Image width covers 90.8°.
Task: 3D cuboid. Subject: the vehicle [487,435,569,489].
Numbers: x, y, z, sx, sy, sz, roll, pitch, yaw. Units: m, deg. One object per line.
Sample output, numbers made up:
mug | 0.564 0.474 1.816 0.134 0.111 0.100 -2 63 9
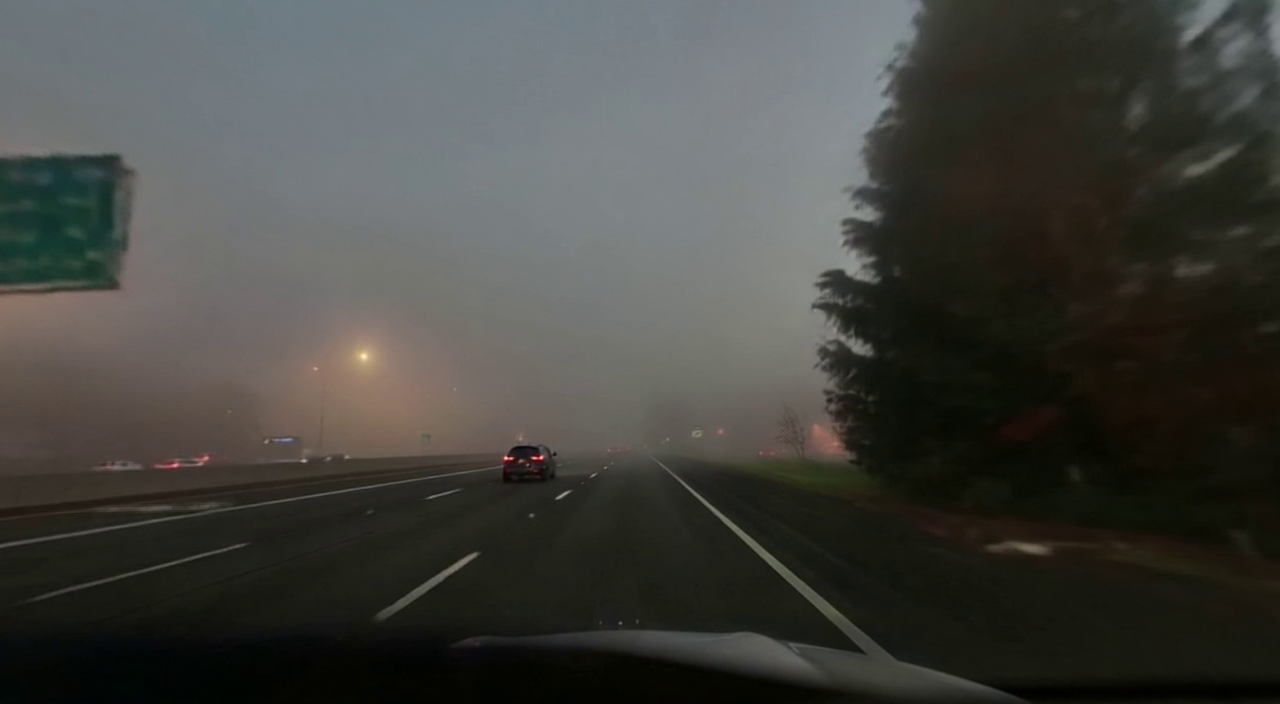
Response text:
vehicle | -4.008 4.031 23.547 2.150 1.761 4.697 0 -8 1
